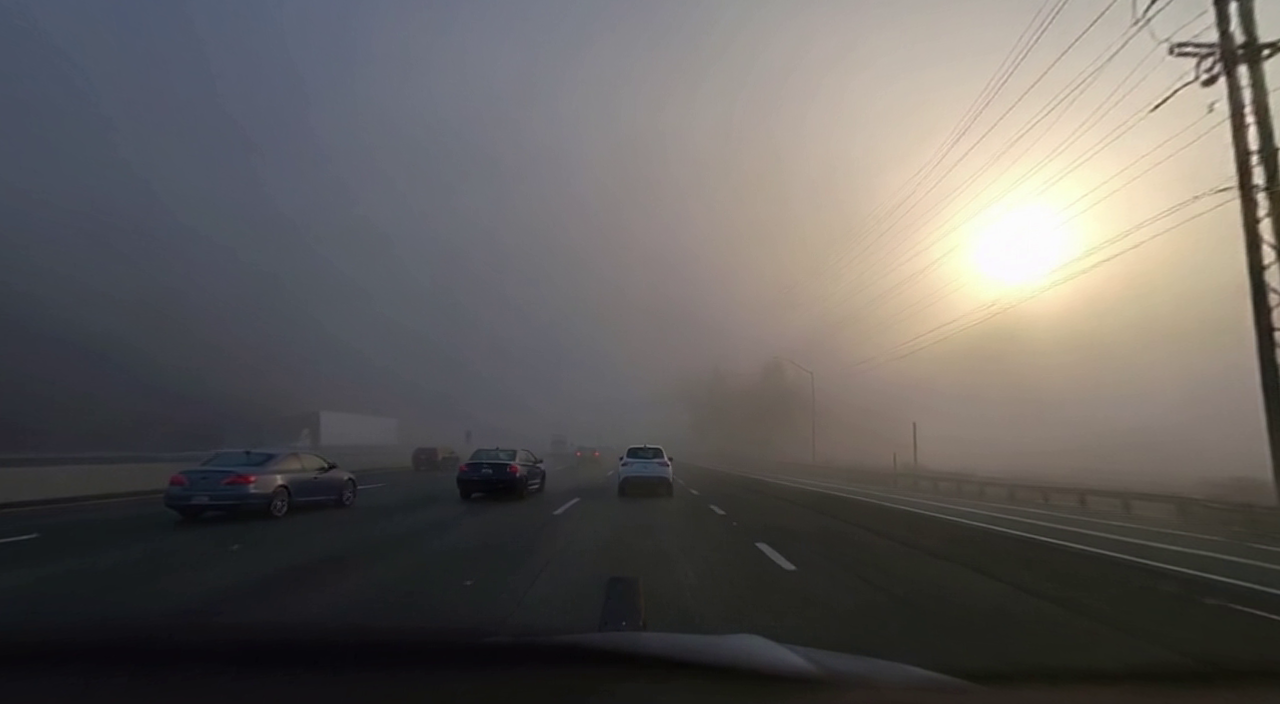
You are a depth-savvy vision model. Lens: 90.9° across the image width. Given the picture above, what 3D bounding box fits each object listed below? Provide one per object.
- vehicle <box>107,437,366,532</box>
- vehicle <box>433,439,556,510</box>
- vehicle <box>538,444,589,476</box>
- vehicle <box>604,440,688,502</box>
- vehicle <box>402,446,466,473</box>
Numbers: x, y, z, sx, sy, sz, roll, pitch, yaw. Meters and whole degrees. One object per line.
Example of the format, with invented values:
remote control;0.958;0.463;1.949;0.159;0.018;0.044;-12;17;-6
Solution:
vehicle;-7.209;2.382;12.003;1.867;1.445;4.499;0;-9;1
vehicle;-3.334;2.886;15.334;1.912;1.464;4.115;0;-9;1
vehicle;-3.647;5.254;30.815;2.013;1.437;3.801;0;-9;0
vehicle;0.077;3.208;17.496;2.018;1.470;4.491;0;-9;-2
vehicle;-11.779;6.149;36.379;2.004;1.457;4.758;0;-9;1
